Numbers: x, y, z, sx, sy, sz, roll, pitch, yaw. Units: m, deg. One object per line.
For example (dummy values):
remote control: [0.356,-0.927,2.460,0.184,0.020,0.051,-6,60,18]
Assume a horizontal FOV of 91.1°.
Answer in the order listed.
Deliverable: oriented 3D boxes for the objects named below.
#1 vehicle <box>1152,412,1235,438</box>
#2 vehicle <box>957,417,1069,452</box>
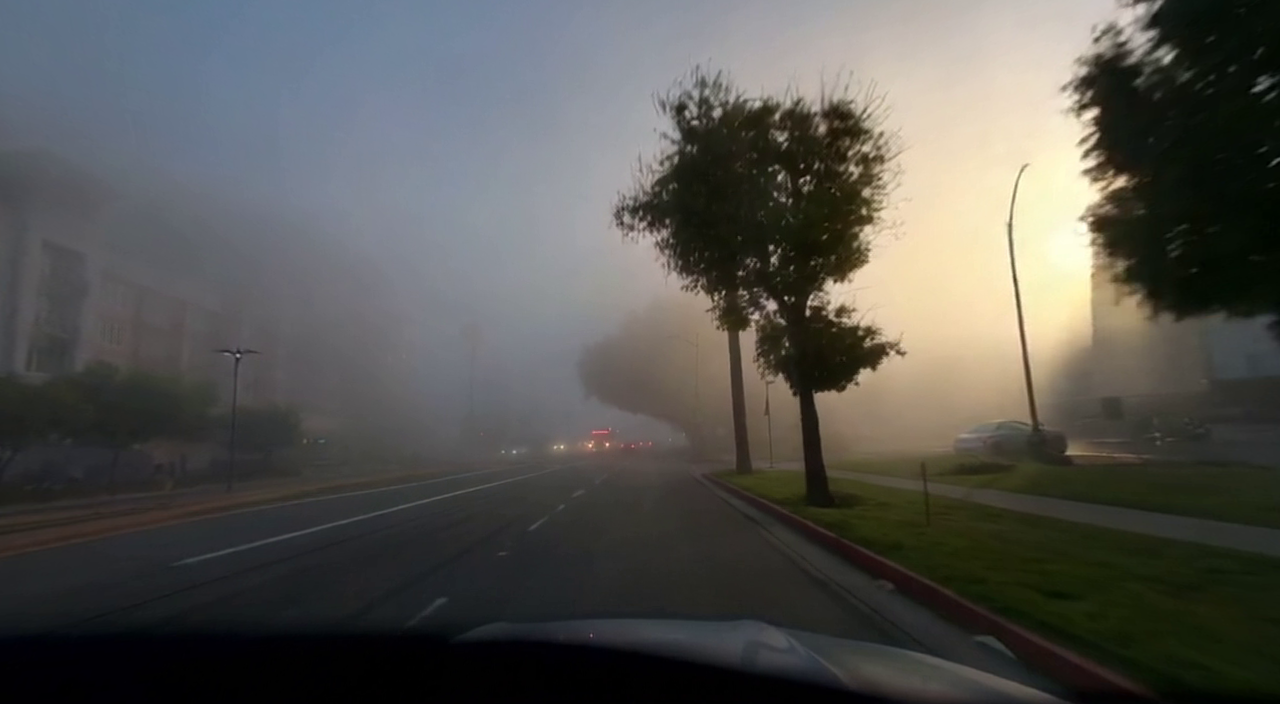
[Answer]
vehicle: [36.901,4.929,42.022,1.794,1.535,4.466,-1,-9,6]
vehicle: [16.566,3.688,27.953,3.945,1.463,1.684,0,-8,-5]
